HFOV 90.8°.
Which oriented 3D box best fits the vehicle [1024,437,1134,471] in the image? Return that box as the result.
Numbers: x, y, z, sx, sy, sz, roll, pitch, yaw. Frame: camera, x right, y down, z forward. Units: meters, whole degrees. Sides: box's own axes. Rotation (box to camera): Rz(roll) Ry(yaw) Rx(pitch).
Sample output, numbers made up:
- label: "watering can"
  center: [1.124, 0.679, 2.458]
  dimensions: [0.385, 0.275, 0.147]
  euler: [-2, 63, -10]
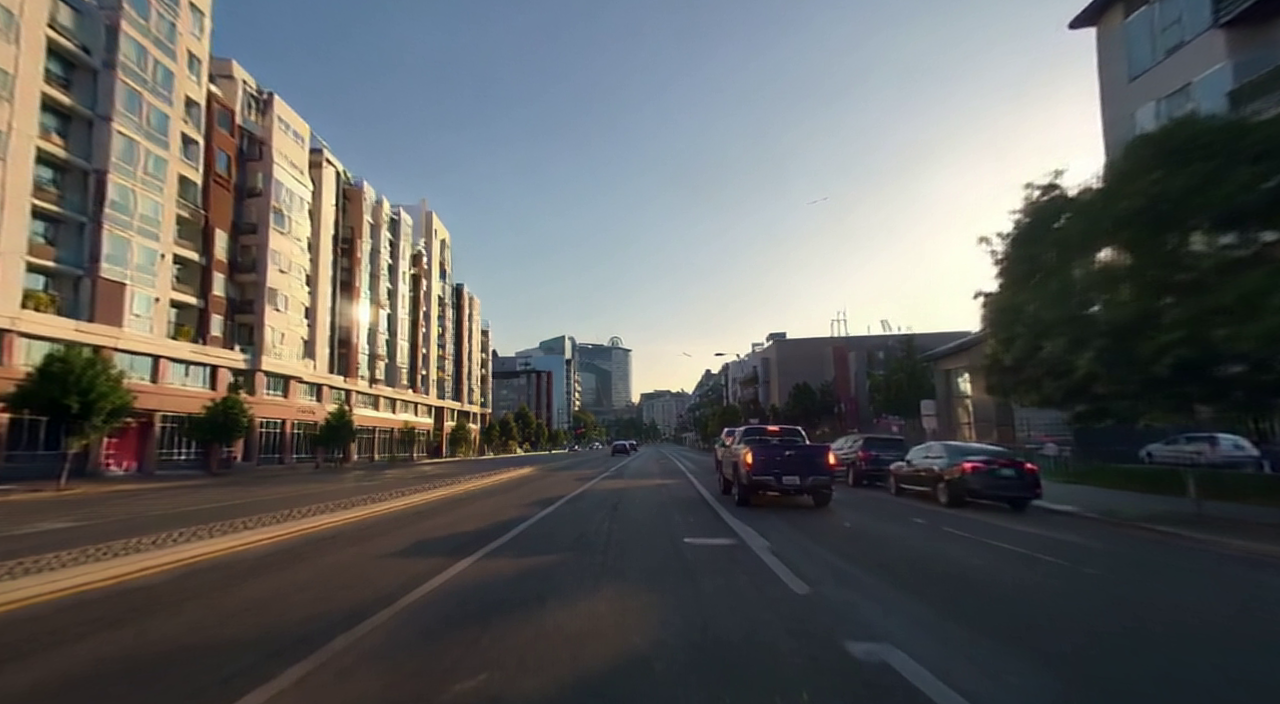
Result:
- label: "vehicle"
  center: [20.828, 4.845, 30.264]
  dimensions: [1.780, 1.474, 4.533]
  euler: [0, -8, -4]

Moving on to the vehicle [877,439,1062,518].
- label: "vehicle"
  center: [7.016, 2.700, 14.083]
  dimensions: [1.795, 1.459, 4.333]
  euler: [0, -9, 0]

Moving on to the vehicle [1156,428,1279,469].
- label: "vehicle"
  center: [26.283, 4.392, 28.836]
  dimensions: [1.887, 1.696, 4.337]
  euler: [-1, -8, 4]

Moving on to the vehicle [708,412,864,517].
- label: "vehicle"
  center: [2.812, 2.334, 13.560]
  dimensions: [2.130, 1.787, 5.126]
  euler: [0, -8, 0]
